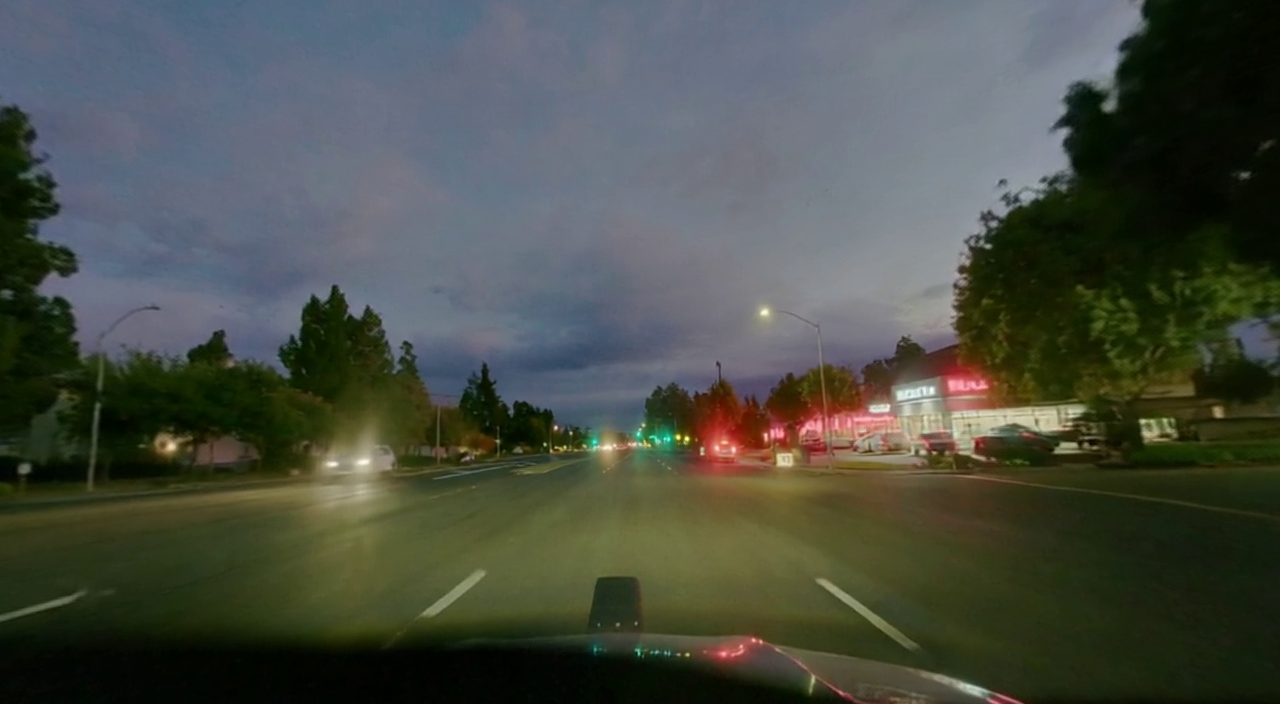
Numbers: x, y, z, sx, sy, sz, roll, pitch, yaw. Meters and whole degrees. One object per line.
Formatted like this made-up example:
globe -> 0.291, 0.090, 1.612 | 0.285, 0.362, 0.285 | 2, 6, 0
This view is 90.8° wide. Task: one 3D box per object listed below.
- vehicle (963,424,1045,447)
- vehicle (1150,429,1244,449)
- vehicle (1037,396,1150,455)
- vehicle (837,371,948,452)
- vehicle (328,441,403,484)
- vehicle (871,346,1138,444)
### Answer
vehicle -> 24.886, 5.740, 43.372 | 4.712, 1.527, 0.932 | -4, -10, 27
vehicle -> 28.943, 4.537, 32.903 | 3.278, 0.997, 1.511 | -1, -9, 7
vehicle -> 25.893, 4.305, 36.414 | 4.543, 3.105, 4.010 | -4, -10, 27
vehicle -> 15.751, 3.804, 38.921 | 9.886, 4.618, 0.062 | 5, -10, -30
vehicle -> -11.600, 4.669, 26.904 | 1.813, 1.727, 3.009 | 0, -9, 0
vehicle -> 26.026, 3.454, 46.671 | 16.415, 6.611, 1.394 | -4, -9, 26
